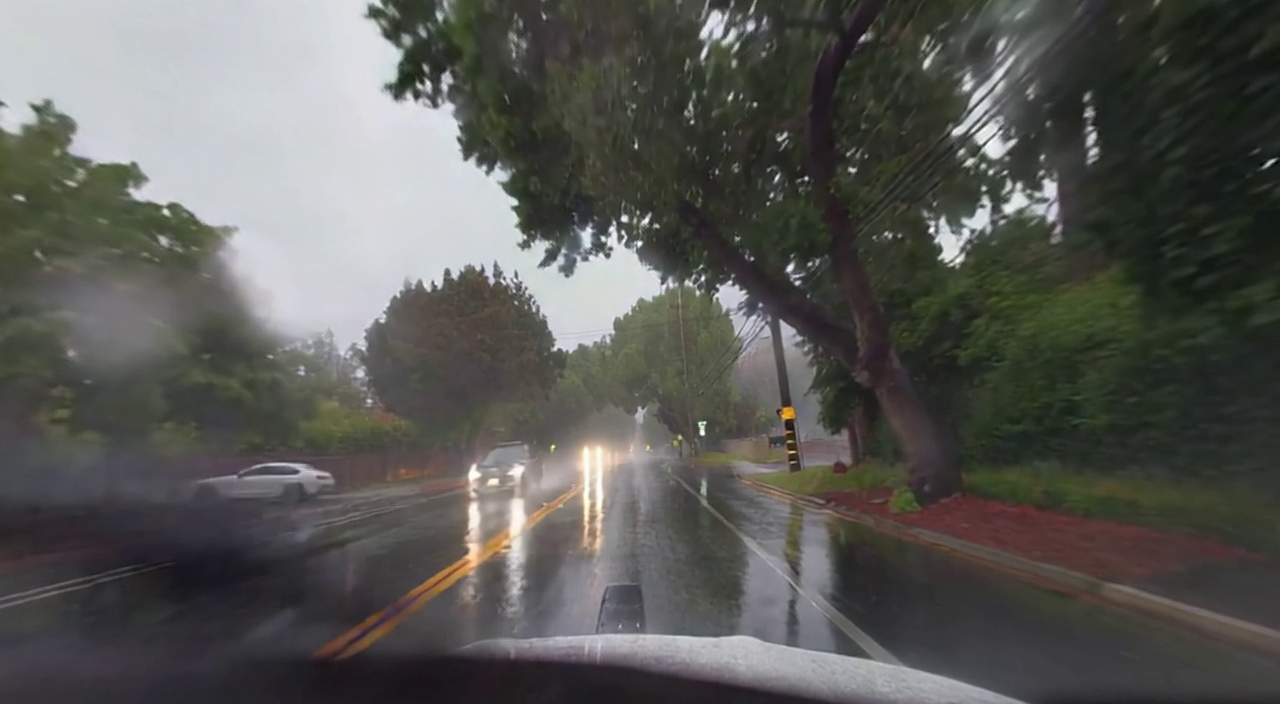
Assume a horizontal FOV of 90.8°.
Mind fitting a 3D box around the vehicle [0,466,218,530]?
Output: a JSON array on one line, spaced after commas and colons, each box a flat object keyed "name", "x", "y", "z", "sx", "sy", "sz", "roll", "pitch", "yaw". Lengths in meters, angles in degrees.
[{"name": "vehicle", "x": -15.572, "y": 4.258, "z": 18.689, "sx": 4.641, "sy": 1.636, "sz": 1.983, "roll": 0, "pitch": -9, "yaw": -5}]

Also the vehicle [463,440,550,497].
[{"name": "vehicle", "x": -4.399, "y": 3.914, "z": 21.555, "sx": 2.008, "sy": 1.730, "sz": 4.243, "roll": -1, "pitch": -9, "yaw": 0}]

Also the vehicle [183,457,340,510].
[{"name": "vehicle", "x": -14.204, "y": 4.929, "z": 23.883, "sx": 4.653, "sy": 1.842, "sz": 1.992, "roll": -1, "pitch": -9, "yaw": 4}]
